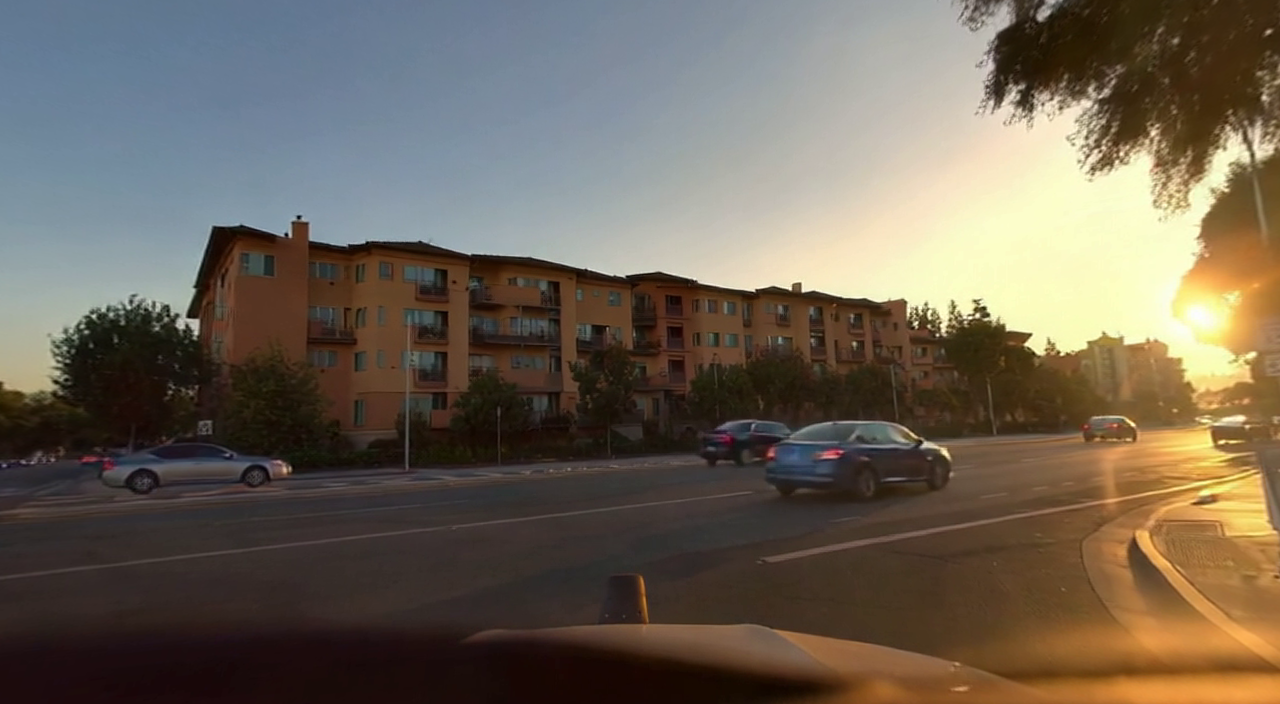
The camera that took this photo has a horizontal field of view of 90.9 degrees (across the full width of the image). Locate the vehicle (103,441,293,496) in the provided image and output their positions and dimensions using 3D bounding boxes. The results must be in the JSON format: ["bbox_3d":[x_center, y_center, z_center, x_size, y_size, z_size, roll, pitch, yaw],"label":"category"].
[{"bbox_3d":[-12.731,3.314,18.367,4.289,1.415,1.774,6,-11,-38],"label":"vehicle"}]

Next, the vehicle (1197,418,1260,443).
[{"bbox_3d":[36.305,4.896,38.845,4.521,1.433,1.943,6,-10,-37],"label":"vehicle"}]

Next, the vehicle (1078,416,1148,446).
[{"bbox_3d":[28.163,4.742,37.466,4.683,1.678,1.981,6,-11,-37],"label":"vehicle"}]

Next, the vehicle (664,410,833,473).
[{"bbox_3d":[3.880,3.113,21.972,5.994,1.898,2.264,6,-11,-37],"label":"vehicle"}]

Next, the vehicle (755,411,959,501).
[{"bbox_3d":[4.806,2.223,13.765,4.438,1.625,2.033,6,-11,-37],"label":"vehicle"}]
